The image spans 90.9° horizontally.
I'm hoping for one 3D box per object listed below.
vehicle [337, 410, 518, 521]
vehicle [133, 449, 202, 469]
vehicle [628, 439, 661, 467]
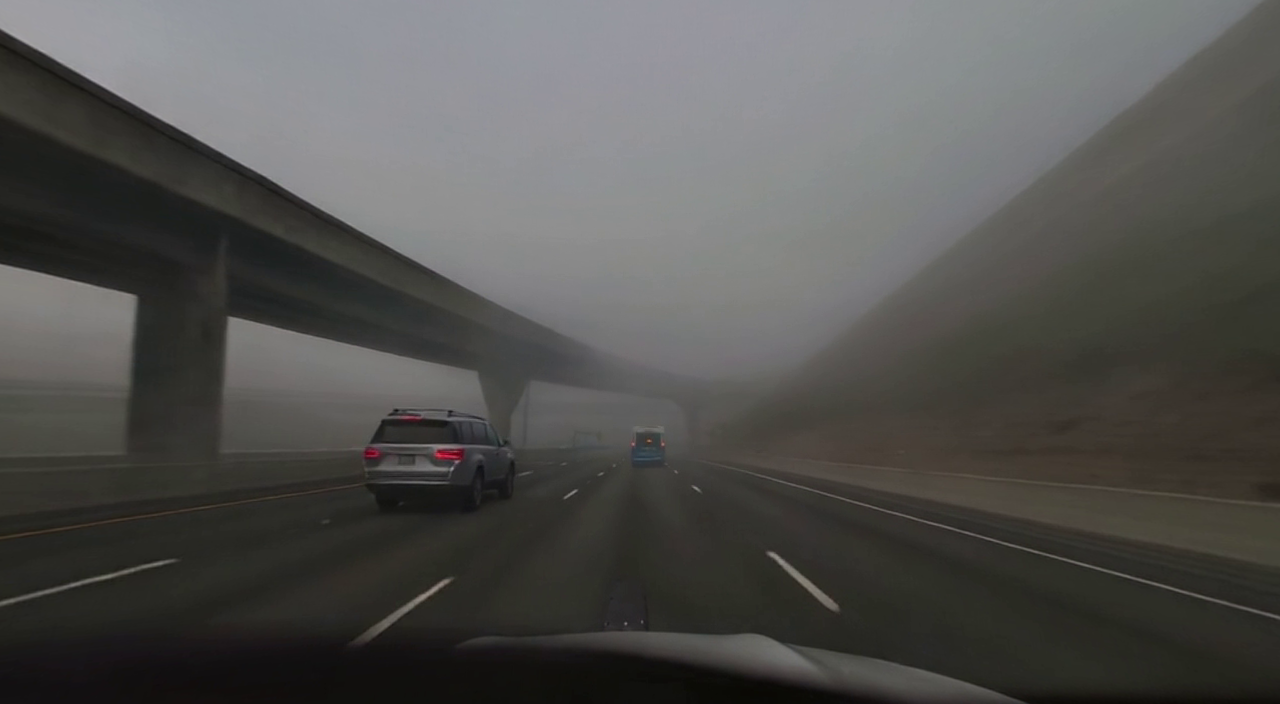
[{"bbox_3d":[-4.188,2.344,13.501,2.147,1.918,4.834,0,-9,1],"label":"vehicle"},{"bbox_3d":[-36.360,8.236,48.662,1.877,1.461,4.378,0,-9,0],"label":"vehicle"},{"bbox_3d":[0.280,6.558,40.913,2.052,1.711,4.223,0,-9,0],"label":"vehicle"}]
